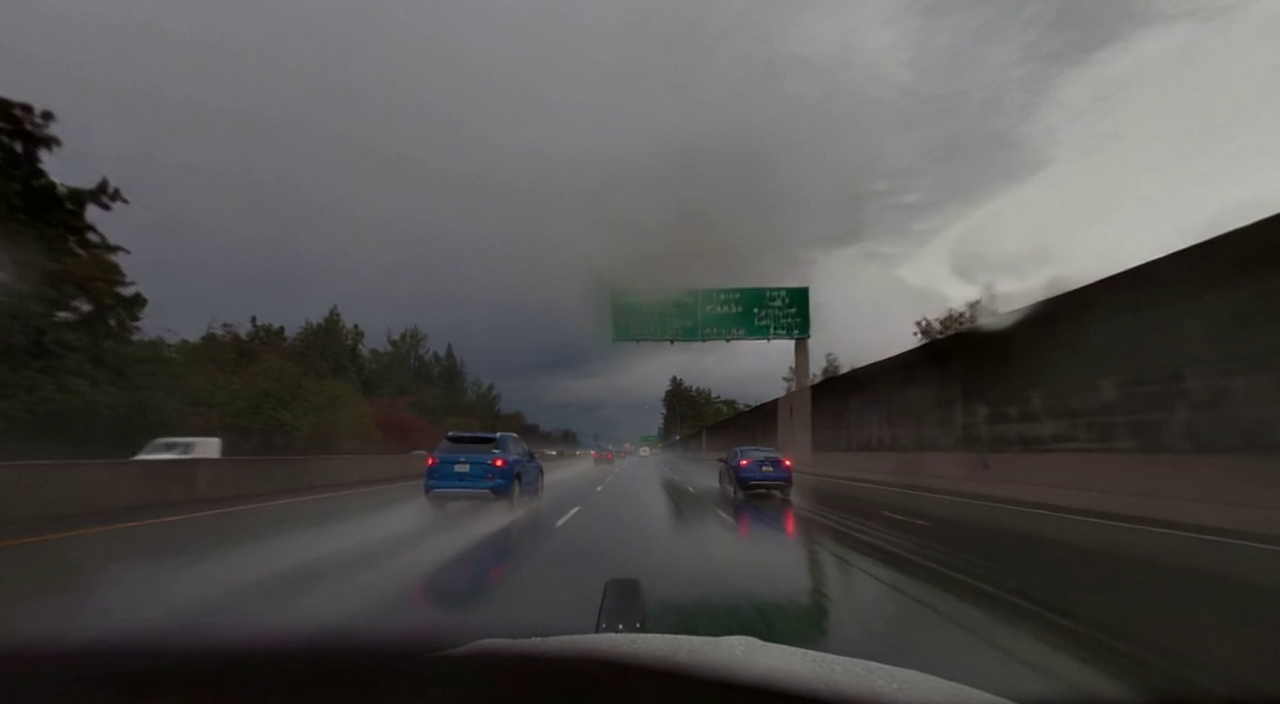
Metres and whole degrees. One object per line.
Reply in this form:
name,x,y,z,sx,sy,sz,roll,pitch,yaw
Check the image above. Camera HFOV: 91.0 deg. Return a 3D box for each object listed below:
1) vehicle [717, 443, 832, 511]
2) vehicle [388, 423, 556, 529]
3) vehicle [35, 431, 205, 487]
vehicle,3.272,3.118,16.181,1.979,1.486,4.125,0,-9,-1
vehicle,-3.114,2.414,12.835,2.137,1.756,4.453,0,-9,1
vehicle,-21.726,4.506,26.771,2.319,2.090,5.628,0,-9,1
